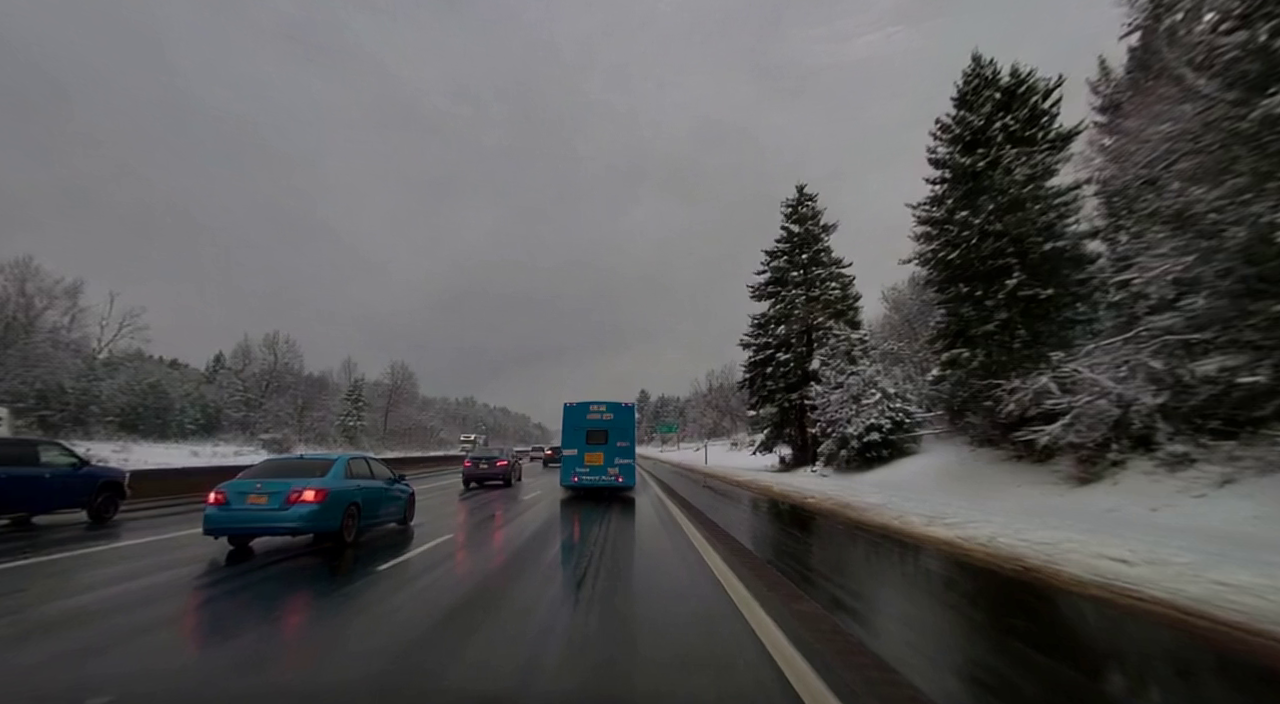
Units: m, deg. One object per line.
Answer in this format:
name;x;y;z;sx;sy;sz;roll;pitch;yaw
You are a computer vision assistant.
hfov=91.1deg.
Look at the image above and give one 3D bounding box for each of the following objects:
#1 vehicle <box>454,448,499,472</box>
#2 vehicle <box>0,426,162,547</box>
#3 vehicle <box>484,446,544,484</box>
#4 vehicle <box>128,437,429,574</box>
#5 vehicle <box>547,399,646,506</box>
vehicle;-10.478;6.921;40.487;1.886;1.462;4.084;0;-9;-1
vehicle;-9.666;1.938;9.204;2.010;1.621;4.252;0;-9;-1
vehicle;-5.244;4.741;26.656;1.872;1.480;3.545;0;-9;-1
vehicle;-4.588;1.974;8.869;1.876;1.438;4.072;0;-9;-1
vehicle;-1.149;2.827;17.909;2.394;2.556;5.232;0;-9;-2
